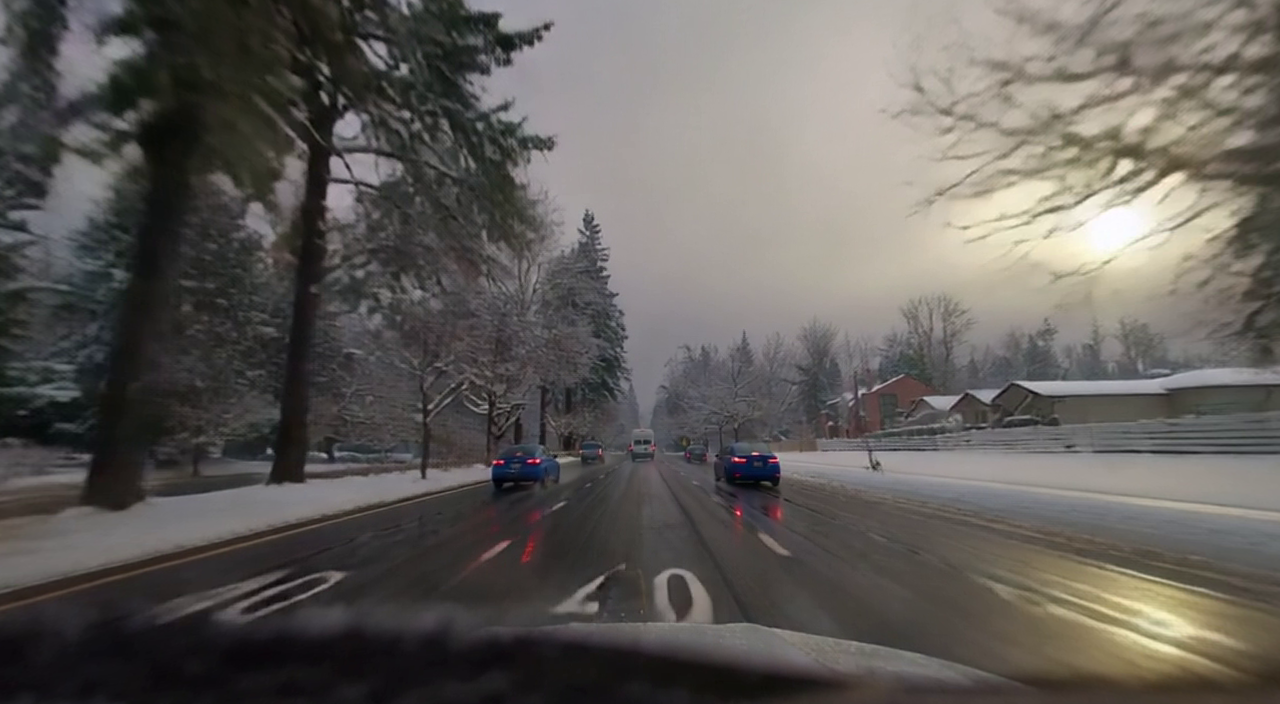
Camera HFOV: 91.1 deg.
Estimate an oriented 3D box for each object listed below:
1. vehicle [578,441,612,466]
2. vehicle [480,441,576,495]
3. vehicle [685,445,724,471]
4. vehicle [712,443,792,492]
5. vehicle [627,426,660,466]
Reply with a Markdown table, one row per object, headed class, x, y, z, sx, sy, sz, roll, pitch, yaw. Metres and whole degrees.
| class | x | y | z | sx | sy | sz | roll | pitch | yaw |
| --- | --- | --- | --- | --- | --- | --- | --- | --- | --- |
| vehicle | -3.167 | 7.301 | 45.264 | 2.021 | 1.715 | 4.329 | 0 | -8 | 1 |
| vehicle | -3.353 | 3.576 | 19.821 | 2.036 | 1.474 | 4.647 | 0 | -8 | 2 |
| vehicle | 4.003 | 6.624 | 39.450 | 1.905 | 1.520 | 4.340 | 1 | -8 | -1 |
| vehicle | 3.687 | 3.870 | 21.449 | 1.945 | 1.469 | 4.258 | 0 | -8 | 0 |
| vehicle | 0.286 | 6.856 | 45.970 | 2.311 | 2.726 | 5.814 | 0 | -8 | 1 |
